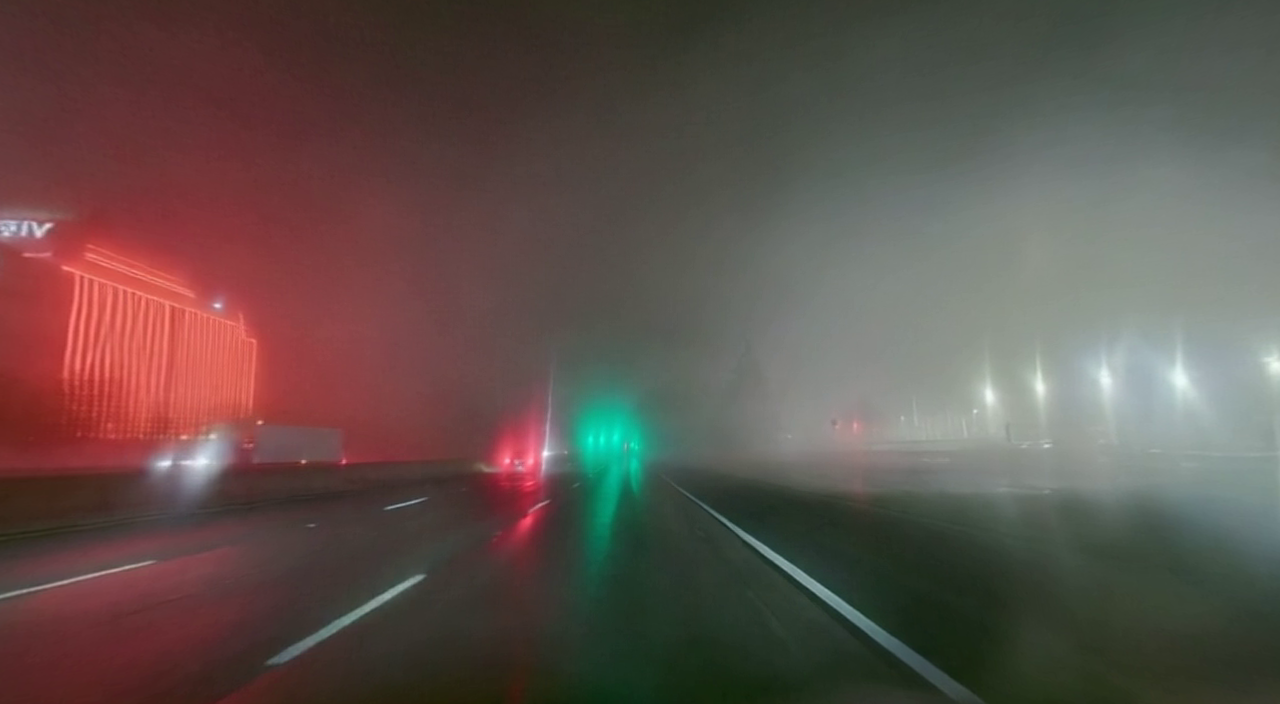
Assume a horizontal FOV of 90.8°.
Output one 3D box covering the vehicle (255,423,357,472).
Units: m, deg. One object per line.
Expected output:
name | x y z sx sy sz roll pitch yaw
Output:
vehicle | -24.821 7.192 47.605 2.785 3.272 9.199 0 -9 -1

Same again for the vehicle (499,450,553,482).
vehicle | -5.783 5.806 32.508 1.943 1.510 4.201 0 -9 0

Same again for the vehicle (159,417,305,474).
vehicle | -24.619 5.792 38.934 2.960 3.052 9.368 0 -9 -2
